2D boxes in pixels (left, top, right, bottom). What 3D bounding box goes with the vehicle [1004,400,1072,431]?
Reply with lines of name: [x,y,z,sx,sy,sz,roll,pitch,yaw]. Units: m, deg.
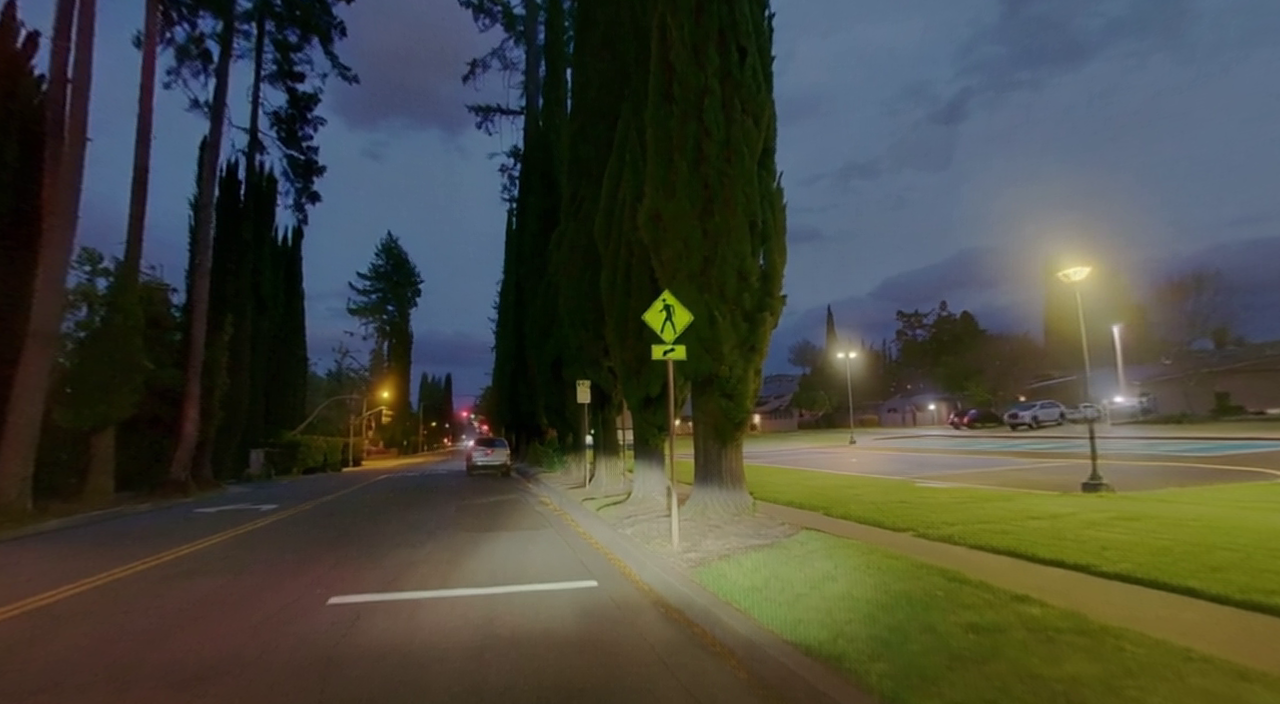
vehicle: [23.639,3.797,37.439,4.481,1.634,1.973,7,-11,-39]

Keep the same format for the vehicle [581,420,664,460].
vehicle: [-0.929,4.880,35.230,1.954,1.696,4.390,-8,-5,43]

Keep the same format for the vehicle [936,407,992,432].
vehicle: [22.348,4.694,43.510,4.245,1.601,1.912,7,-11,-41]

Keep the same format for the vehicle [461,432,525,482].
vehicle: [-5.813,4.083,24.864,2.204,1.776,4.262,2,-9,-14]
